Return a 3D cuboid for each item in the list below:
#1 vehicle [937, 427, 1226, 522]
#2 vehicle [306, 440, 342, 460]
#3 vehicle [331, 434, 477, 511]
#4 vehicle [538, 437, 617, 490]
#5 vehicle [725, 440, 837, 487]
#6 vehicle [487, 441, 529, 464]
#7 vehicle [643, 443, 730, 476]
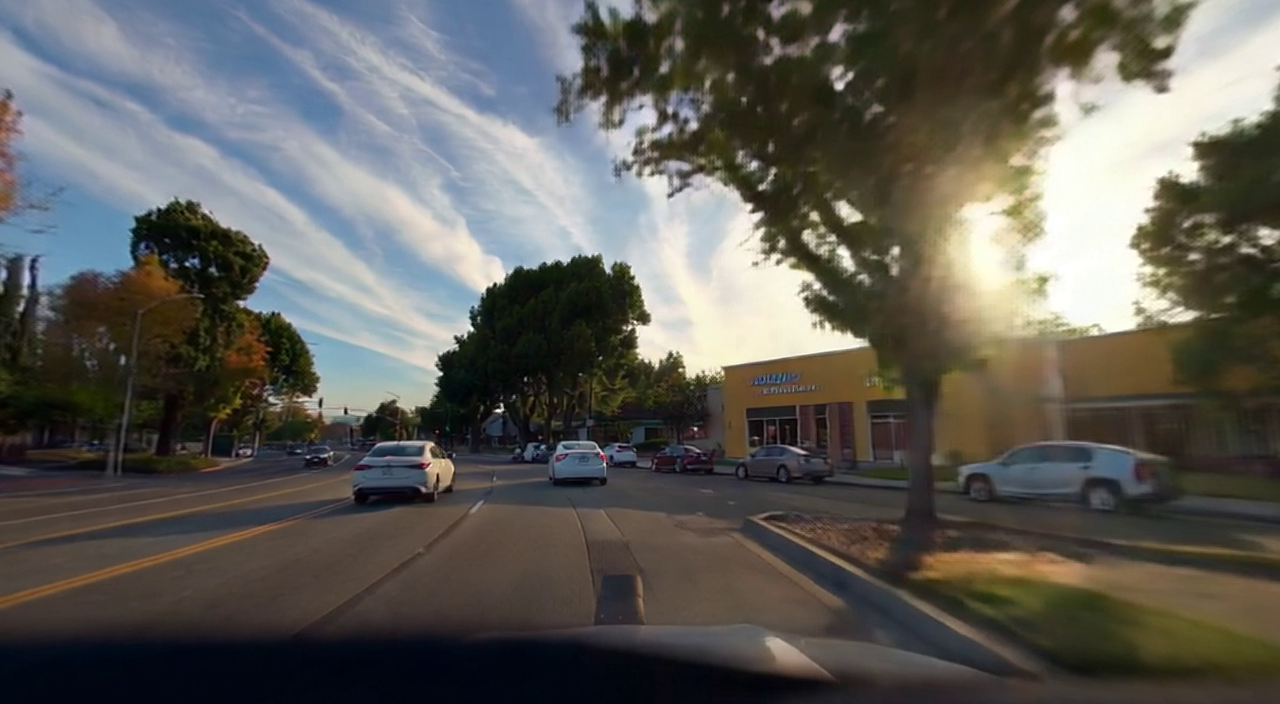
[{"bbox_3d":[9.417,2.601,14.050,2.095,1.697,4.801,3,-9,-22],"label":"vehicle"},{"bbox_3d":[-24.454,7.611,48.878,2.000,1.477,4.346,3,-9,-21],"label":"vehicle"},{"bbox_3d":[-5.233,2.704,14.755,2.105,1.477,4.857,1,-8,-7],"label":"vehicle"},{"bbox_3d":[-2.120,3.497,20.244,2.001,1.483,4.442,2,-9,-12],"label":"vehicle"},{"bbox_3d":[5.062,4.044,23.217,1.952,1.547,4.091,4,-9,-24],"label":"vehicle"},{"bbox_3d":[-8.785,6.614,41.626,1.920,1.416,4.310,3,-9,-21],"label":"vehicle"},{"bbox_3d":[2.160,5.209,30.831,2.038,1.446,4.896,4,-9,-25],"label":"vehicle"}]
